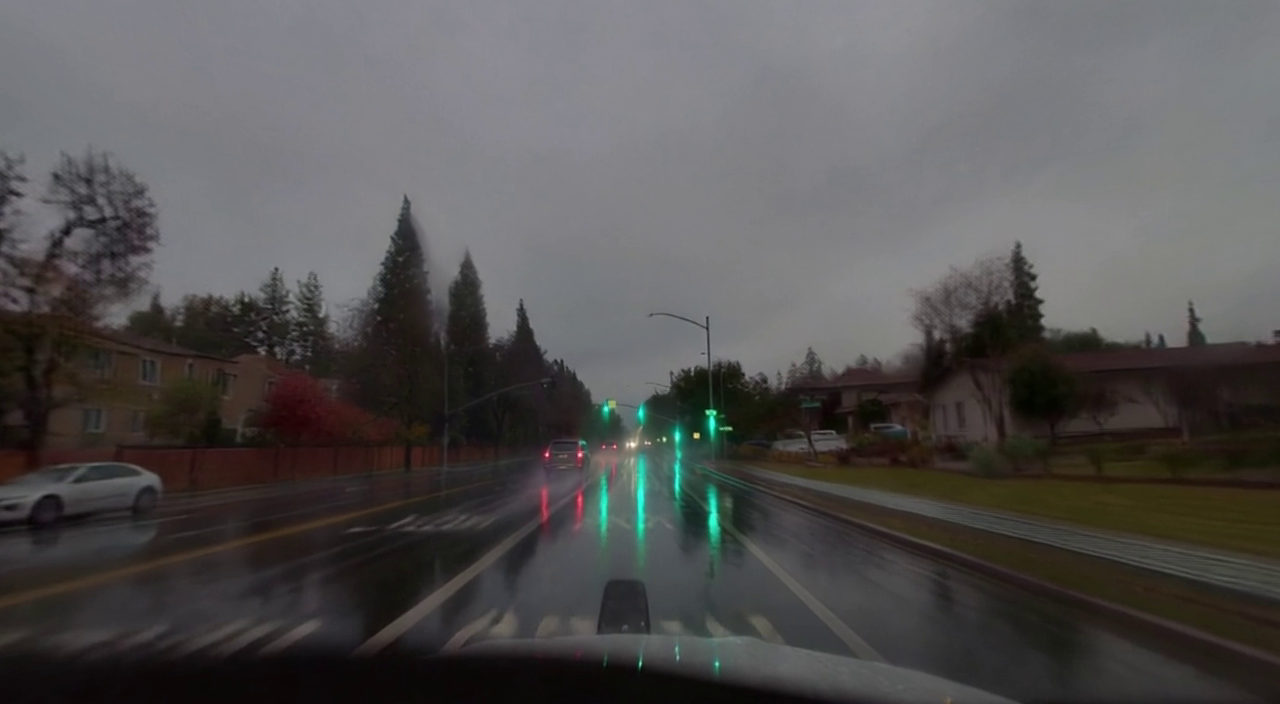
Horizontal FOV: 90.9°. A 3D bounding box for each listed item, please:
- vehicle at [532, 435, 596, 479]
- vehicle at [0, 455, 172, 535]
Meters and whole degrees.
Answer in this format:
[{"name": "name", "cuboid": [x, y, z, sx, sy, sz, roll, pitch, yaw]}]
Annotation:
[{"name": "vehicle", "cuboid": [-3.133, 4.468, 27.055, 2.084, 1.701, 4.734, 0, -8, 1]}, {"name": "vehicle", "cuboid": [-14.214, 3.439, 15.547, 1.860, 1.490, 4.542, -4, -7, 0]}]
